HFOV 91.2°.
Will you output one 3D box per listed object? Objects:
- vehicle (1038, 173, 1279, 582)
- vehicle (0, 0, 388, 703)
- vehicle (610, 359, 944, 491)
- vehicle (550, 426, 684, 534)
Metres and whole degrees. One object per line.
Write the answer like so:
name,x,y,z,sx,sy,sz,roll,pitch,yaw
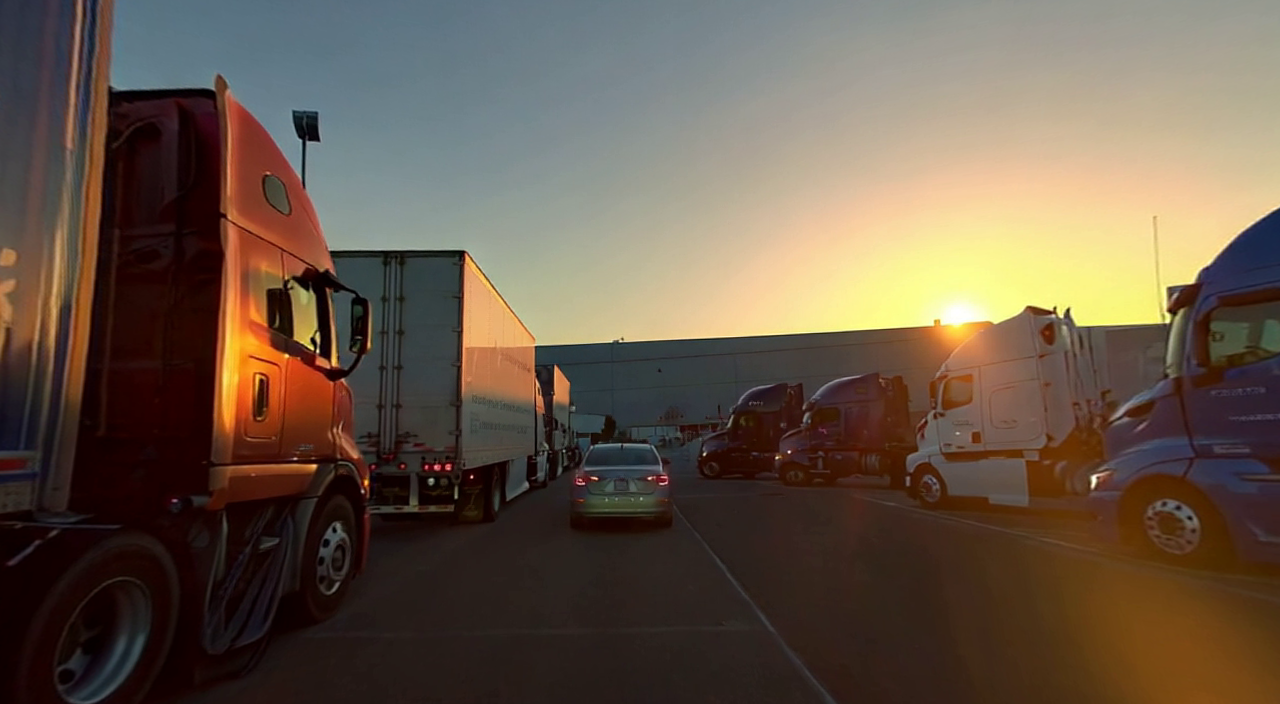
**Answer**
vehicle,11.160,-0.176,4.305,13.564,4.152,3.110,-9,-12,42
vehicle,-3.954,-0.021,1.661,2.986,3.391,9.523,0,-9,-3
vehicle,4.458,3.199,26.111,2.877,4.124,14.516,4,-9,-41
vehicle,-0.391,2.345,12.027,2.140,1.682,3.971,0,-9,-1
